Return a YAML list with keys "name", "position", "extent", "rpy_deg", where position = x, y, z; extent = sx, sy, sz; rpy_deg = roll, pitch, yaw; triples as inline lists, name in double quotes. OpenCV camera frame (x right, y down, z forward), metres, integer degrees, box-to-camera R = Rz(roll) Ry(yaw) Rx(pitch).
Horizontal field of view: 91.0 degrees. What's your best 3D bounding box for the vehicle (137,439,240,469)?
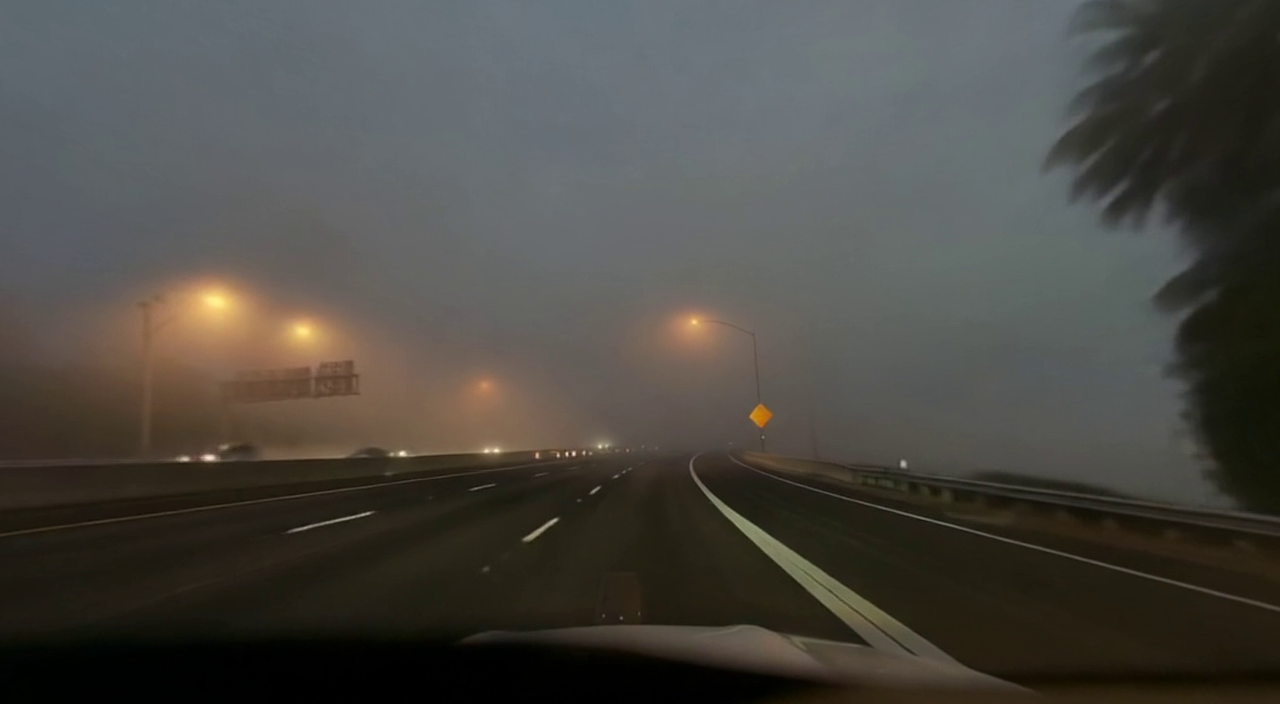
- name: "vehicle"
  position: [-25.876, 5.892, 36.371]
  extent: [2.103, 1.585, 4.950]
  rpy_deg: [0, -9, 3]
